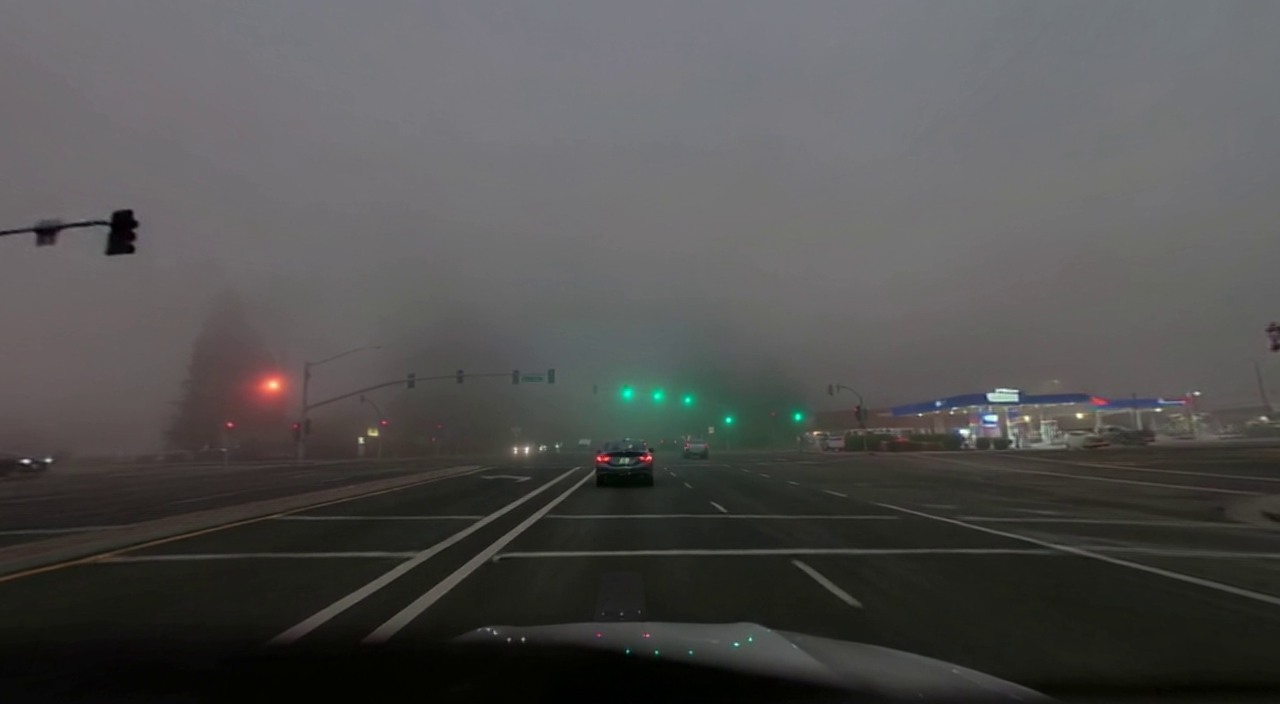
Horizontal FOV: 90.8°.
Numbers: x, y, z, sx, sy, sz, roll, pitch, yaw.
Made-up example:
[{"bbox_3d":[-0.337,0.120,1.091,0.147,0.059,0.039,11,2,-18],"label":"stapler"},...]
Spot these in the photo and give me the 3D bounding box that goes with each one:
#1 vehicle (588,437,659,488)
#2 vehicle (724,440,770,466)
[{"bbox_3d":[-0.491,3.485,20.169,2.040,1.451,3.736,0,-9,0],"label":"vehicle"},{"bbox_3d":[6.281,6.002,37.692,1.890,1.489,4.396,0,-9,-1],"label":"vehicle"}]
